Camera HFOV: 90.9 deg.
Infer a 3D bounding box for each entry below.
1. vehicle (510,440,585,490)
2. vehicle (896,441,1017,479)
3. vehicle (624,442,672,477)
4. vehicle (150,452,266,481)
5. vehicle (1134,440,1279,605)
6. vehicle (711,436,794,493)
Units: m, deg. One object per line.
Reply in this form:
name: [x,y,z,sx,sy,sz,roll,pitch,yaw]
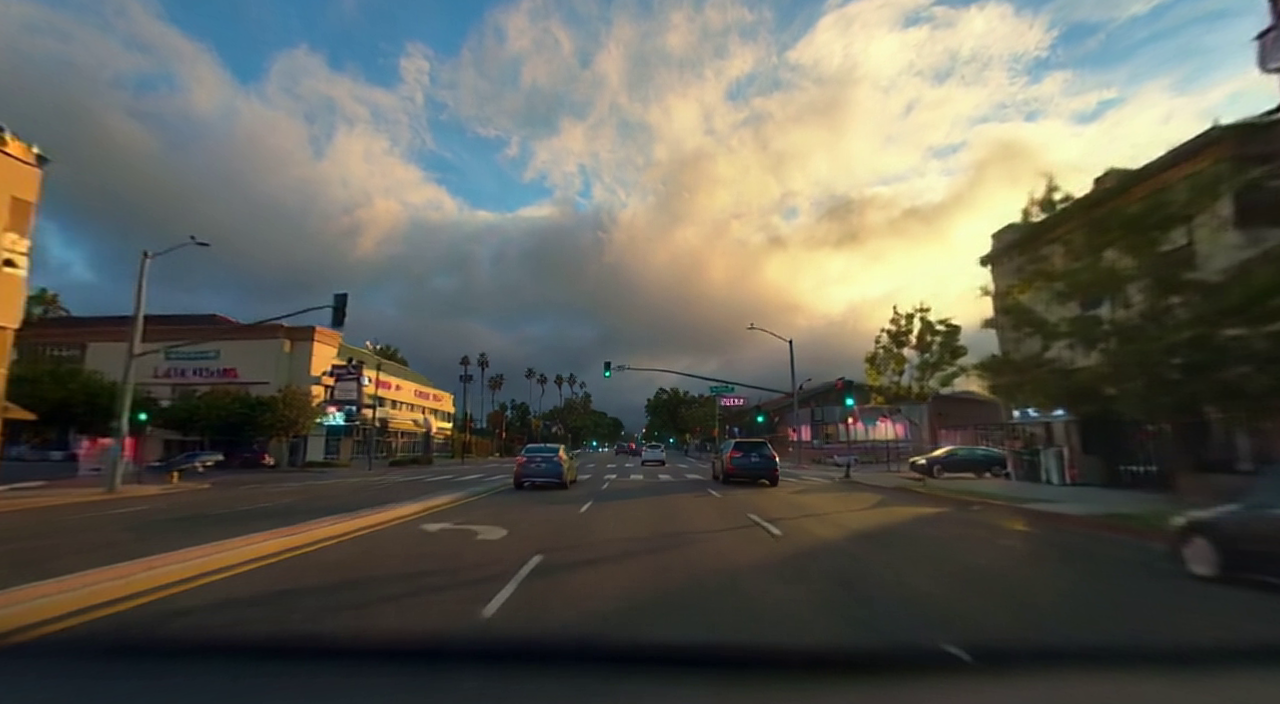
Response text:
vehicle: [-3.027,3.784,21.488,1.860,1.510,4.073,0,-9,1]
vehicle: [15.783,5.394,31.632,4.921,1.841,1.957,0,-9,1]
vehicle: [0.361,5.017,29.651,2.103,1.468,4.094,0,-9,0]
vehicle: [-23.668,6.267,34.669,4.890,1.514,1.908,0,-9,-1]
vehicle: [6.859,1.475,5.235,2.022,1.491,4.194,0,-9,-1]
vehicle: [3.510,3.578,20.392,1.987,1.637,3.896,0,-9,0]
